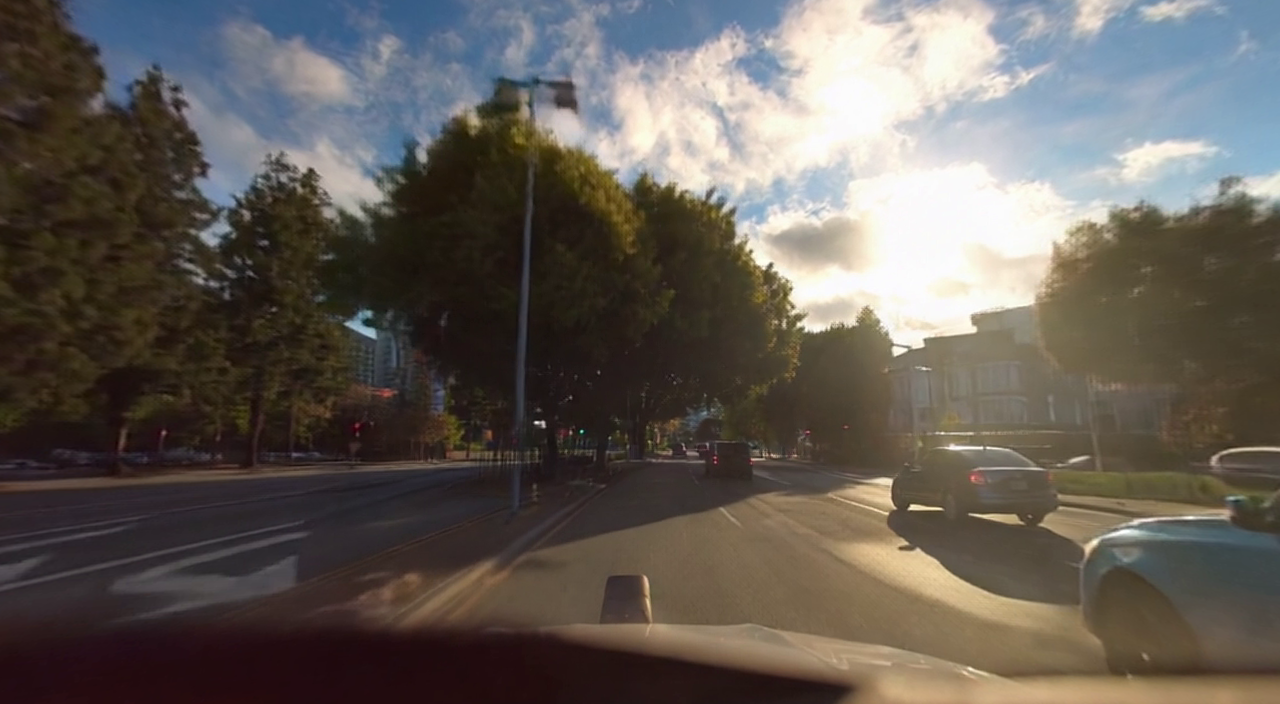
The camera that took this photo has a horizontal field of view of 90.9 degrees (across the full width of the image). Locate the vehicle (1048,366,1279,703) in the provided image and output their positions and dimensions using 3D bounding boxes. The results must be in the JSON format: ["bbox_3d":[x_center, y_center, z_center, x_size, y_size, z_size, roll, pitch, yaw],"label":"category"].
[{"bbox_3d":[3.306,0.762,1.555,1.901,1.634,3.952,0,-8,0],"label":"vehicle"}]

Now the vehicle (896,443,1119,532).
[{"bbox_3d":[7.252,2.670,13.140,1.899,1.496,4.559,0,-8,0],"label":"vehicle"}]

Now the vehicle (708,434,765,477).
[{"bbox_3d":[4.508,4.939,30.289,2.154,1.844,4.634,-1,-8,2],"label":"vehicle"}]
